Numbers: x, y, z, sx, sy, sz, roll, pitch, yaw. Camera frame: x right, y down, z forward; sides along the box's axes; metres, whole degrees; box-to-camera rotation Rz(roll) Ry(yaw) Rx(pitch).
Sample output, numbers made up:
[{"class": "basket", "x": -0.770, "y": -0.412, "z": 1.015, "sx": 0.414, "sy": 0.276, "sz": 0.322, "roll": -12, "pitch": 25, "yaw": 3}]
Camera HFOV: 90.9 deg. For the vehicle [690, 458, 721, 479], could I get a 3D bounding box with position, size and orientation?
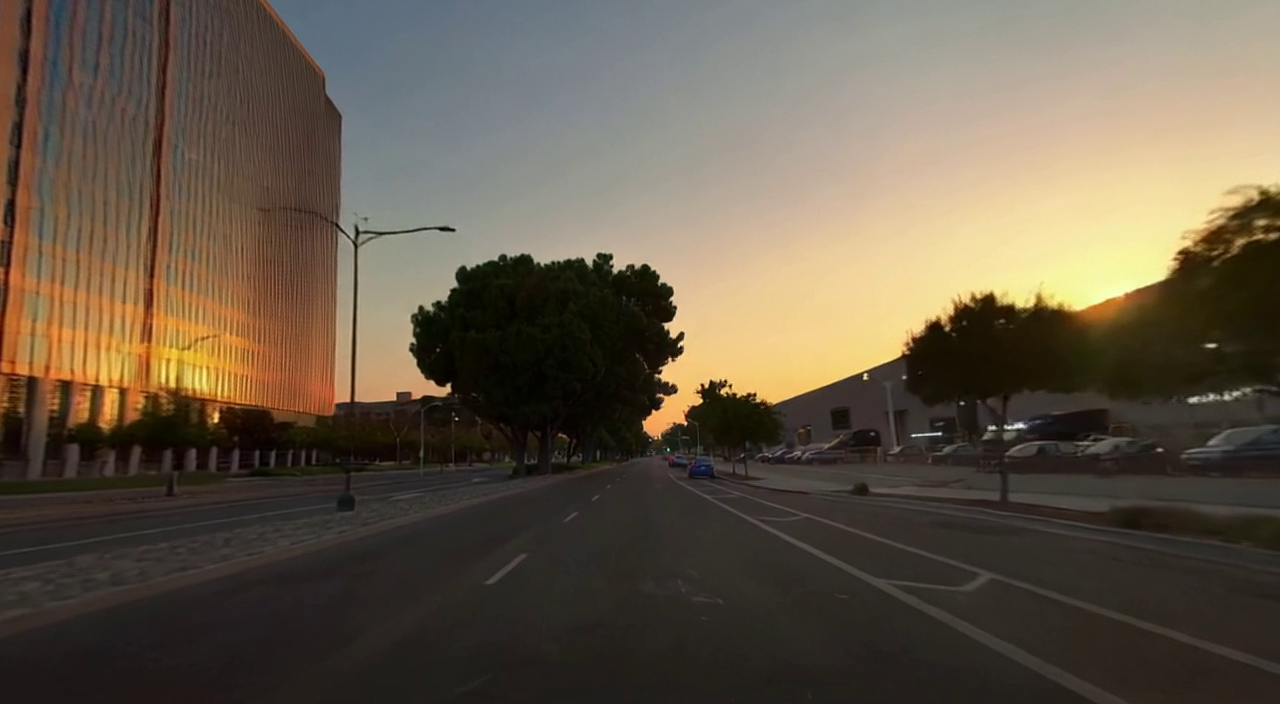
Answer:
[{"class": "vehicle", "x": 5.012, "y": 9.001, "z": 48.907, "sx": 1.909, "sy": 1.503, "sz": 4.368, "roll": 0, "pitch": -8, "yaw": 0}]
